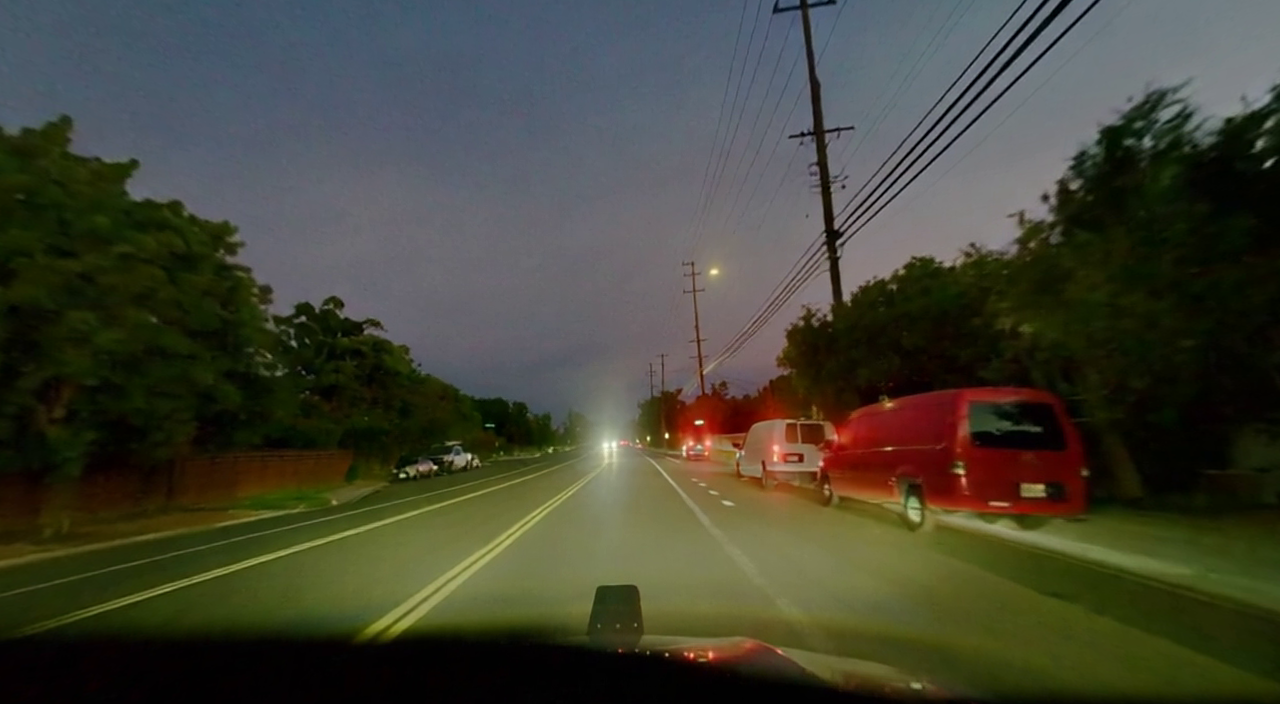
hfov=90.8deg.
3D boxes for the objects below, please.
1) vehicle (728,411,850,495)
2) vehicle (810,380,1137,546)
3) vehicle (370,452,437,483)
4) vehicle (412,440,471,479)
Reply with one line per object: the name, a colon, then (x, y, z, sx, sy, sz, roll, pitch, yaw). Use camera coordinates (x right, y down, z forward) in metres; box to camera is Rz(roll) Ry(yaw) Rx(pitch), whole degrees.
vehicle: (4.523, 3.248, 20.634, 2.578, 2.248, 7.011, -1, -8, 3)
vehicle: (5.252, 1.881, 11.339, 2.335, 2.193, 5.656, 0, -8, -5)
vehicle: (-13.479, 6.577, 36.367, 2.041, 1.573, 4.575, -1, -8, 1)
vehicle: (-13.455, 7.241, 43.210, 2.331, 2.265, 5.888, -3, -7, -2)
